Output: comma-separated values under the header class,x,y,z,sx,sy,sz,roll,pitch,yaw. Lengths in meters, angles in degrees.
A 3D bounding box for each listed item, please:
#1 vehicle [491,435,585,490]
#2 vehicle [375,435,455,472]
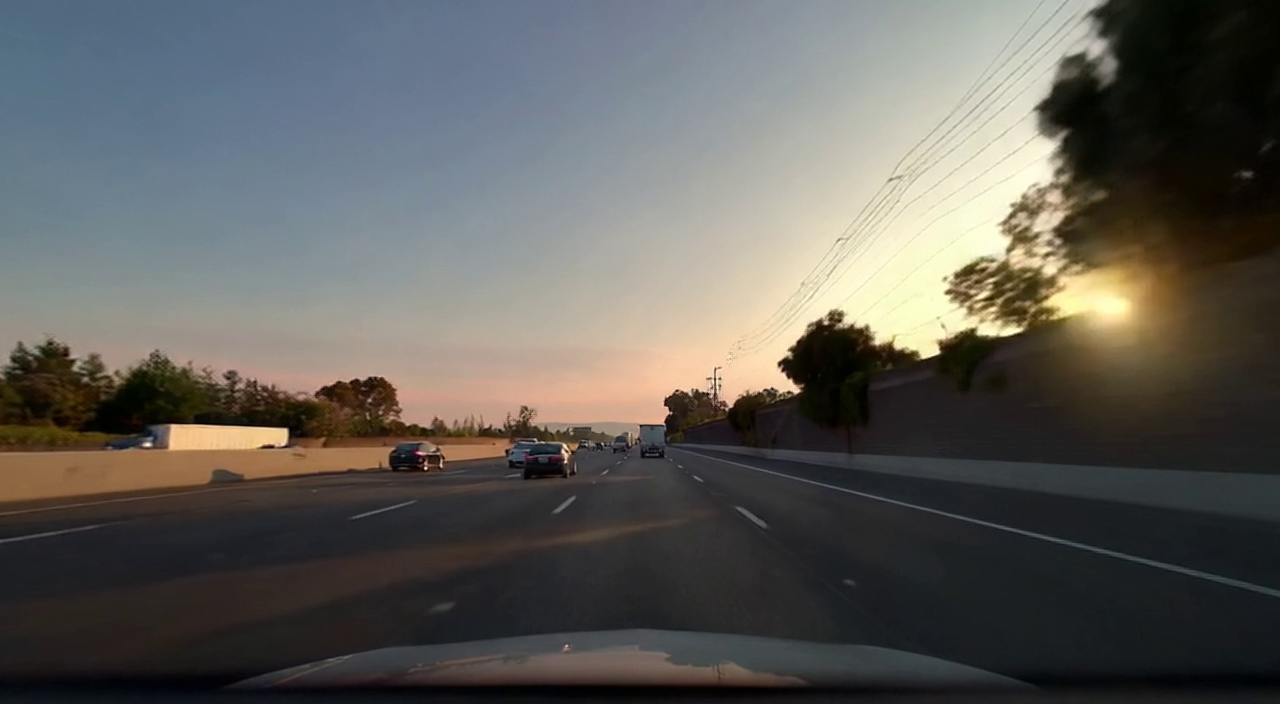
class,x,y,z,sx,sy,sz,roll,pitch,yaw
vehicle,-3.085,3.486,20.189,2.045,1.532,4.954,0,-9,1
vehicle,-10.740,4.904,30.482,2.058,1.621,4.739,0,-9,1
